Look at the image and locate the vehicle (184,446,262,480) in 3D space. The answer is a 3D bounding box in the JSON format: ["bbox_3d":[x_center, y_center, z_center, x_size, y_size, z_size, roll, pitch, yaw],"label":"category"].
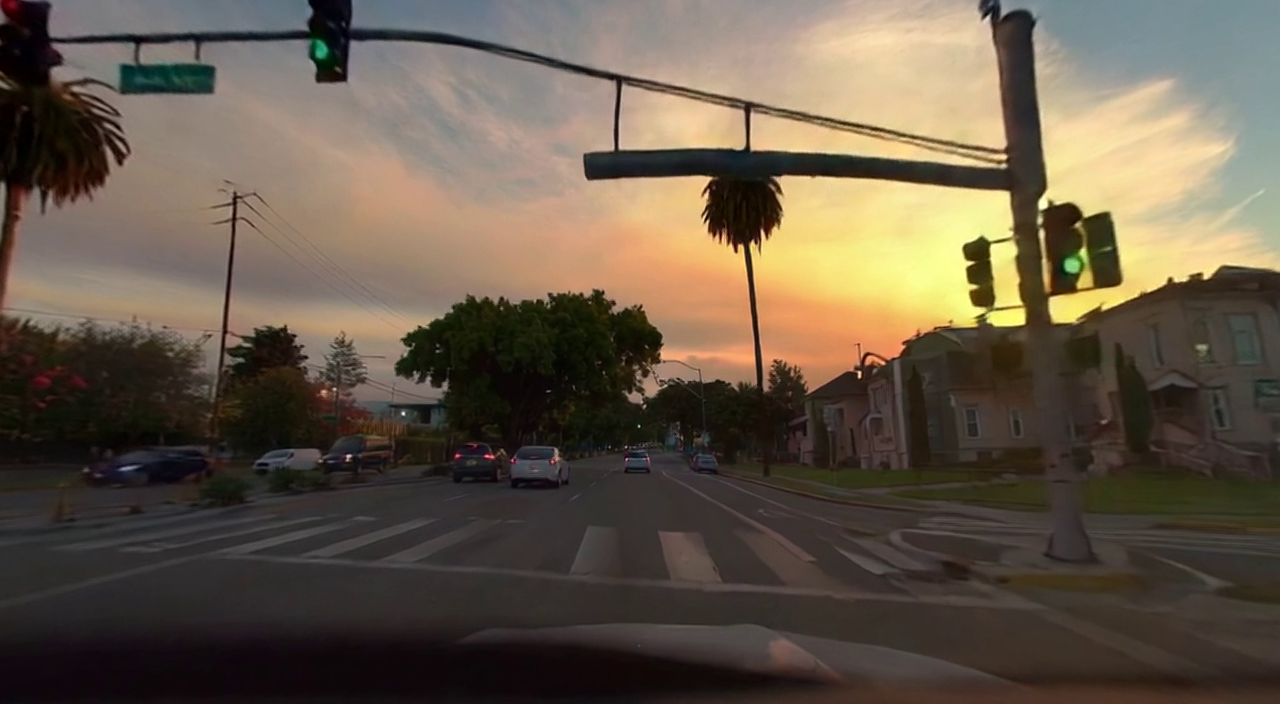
[{"bbox_3d":[-25.496,6.769,38.701,2.096,1.778,3.972,-4,-8,1],"label":"vehicle"}]

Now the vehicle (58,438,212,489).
[{"bbox_3d":[-18.261,4.054,23.113,2.064,1.670,4.242,0,-9,0],"label":"vehicle"}]

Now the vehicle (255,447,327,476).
[{"bbox_3d":[-25.444,7.967,46.149,2.116,1.947,5.507,0,-9,-1],"label":"vehicle"}]

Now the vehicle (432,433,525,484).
[{"bbox_3d":[-7.139,4.825,28.790,2.457,2.010,6.330,0,-9,1],"label":"vehicle"}]

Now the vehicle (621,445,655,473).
[{"bbox_3d":[-0.129,7.582,44.793,2.280,1.803,4.240,1,-9,-1],"label":"vehicle"}]

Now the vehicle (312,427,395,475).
[{"bbox_3d":[-17.808,6.197,39.570,2.331,2.714,5.872,0,-9,1],"label":"vehicle"}]

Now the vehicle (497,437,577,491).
[{"bbox_3d":[-3.774,4.210,23.933,2.116,1.806,4.516,0,-9,2],"label":"vehicle"}]

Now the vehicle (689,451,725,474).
[{"bbox_3d":[4.872,8.115,46.424,1.994,1.507,4.173,1,-9,-3],"label":"vehicle"}]
